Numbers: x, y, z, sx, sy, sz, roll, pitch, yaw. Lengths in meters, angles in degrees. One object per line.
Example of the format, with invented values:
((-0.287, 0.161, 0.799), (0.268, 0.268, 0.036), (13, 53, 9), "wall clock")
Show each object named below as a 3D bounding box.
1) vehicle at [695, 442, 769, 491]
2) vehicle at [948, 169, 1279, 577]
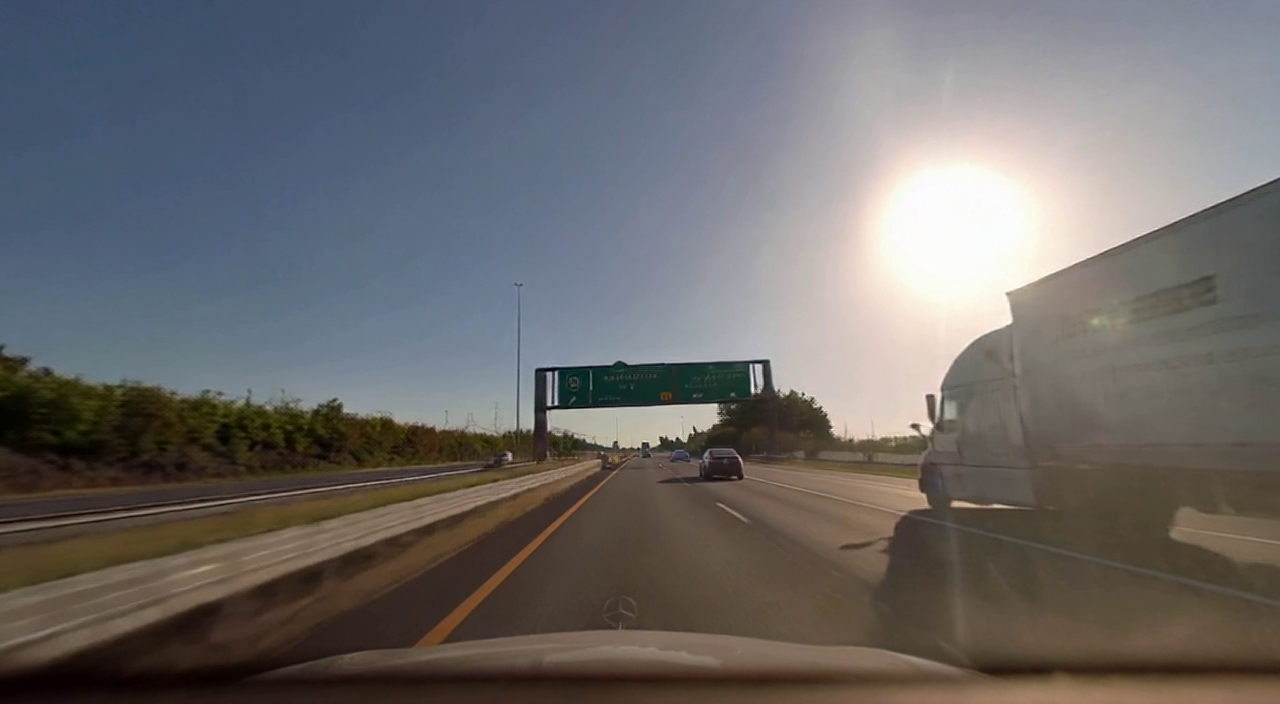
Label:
((3.216, 4.078, 22.677), (2.024, 1.579, 3.707), (0, -9, -1), "vehicle")
((7.888, 0.126, 5.831), (2.907, 4.042, 13.858), (0, -9, -1), "vehicle")
